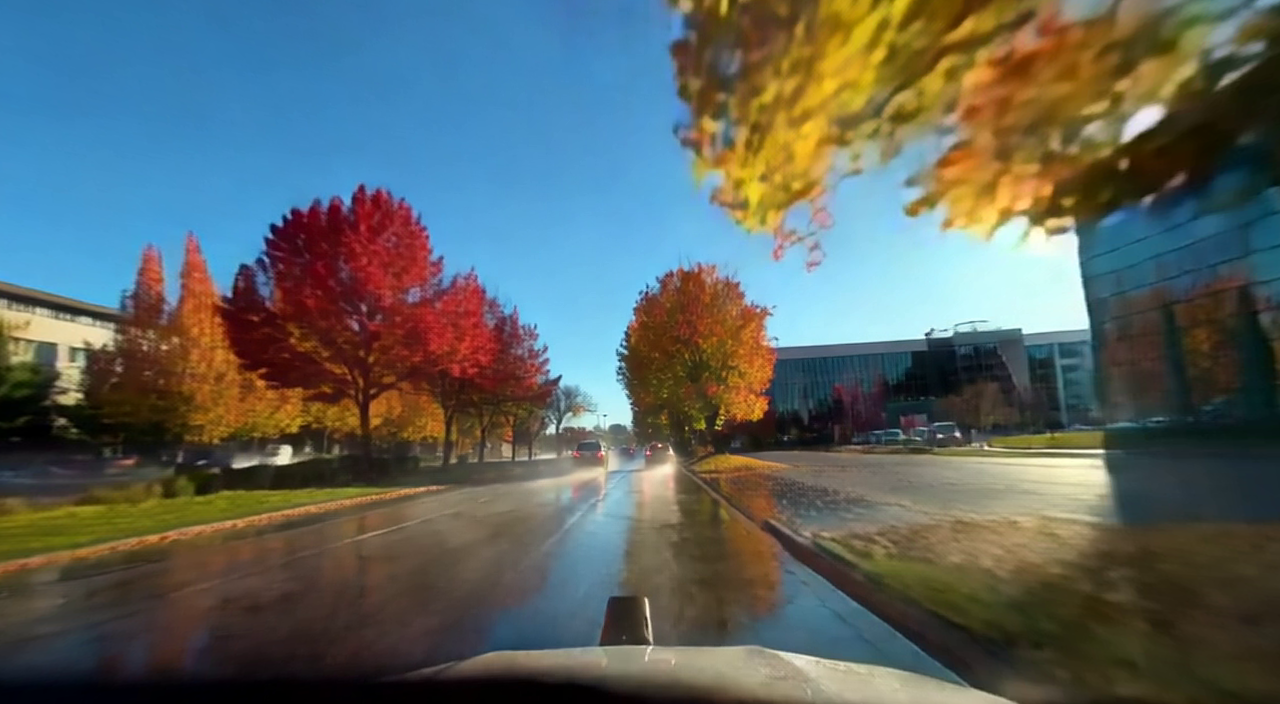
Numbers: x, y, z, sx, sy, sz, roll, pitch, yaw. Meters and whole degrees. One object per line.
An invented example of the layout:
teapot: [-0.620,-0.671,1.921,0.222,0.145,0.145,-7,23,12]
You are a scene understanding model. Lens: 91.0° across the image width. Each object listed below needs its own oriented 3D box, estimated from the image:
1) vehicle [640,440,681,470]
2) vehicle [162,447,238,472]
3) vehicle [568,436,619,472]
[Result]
vehicle: [1.089,5.412,33.331,2.040,1.493,3.682,0,-8,1]
vehicle: [-33.202,8.072,47.679,1.982,1.759,4.837,-1,-8,3]
vehicle: [-2.313,5.215,32.282,2.197,1.709,4.069,0,-8,1]
